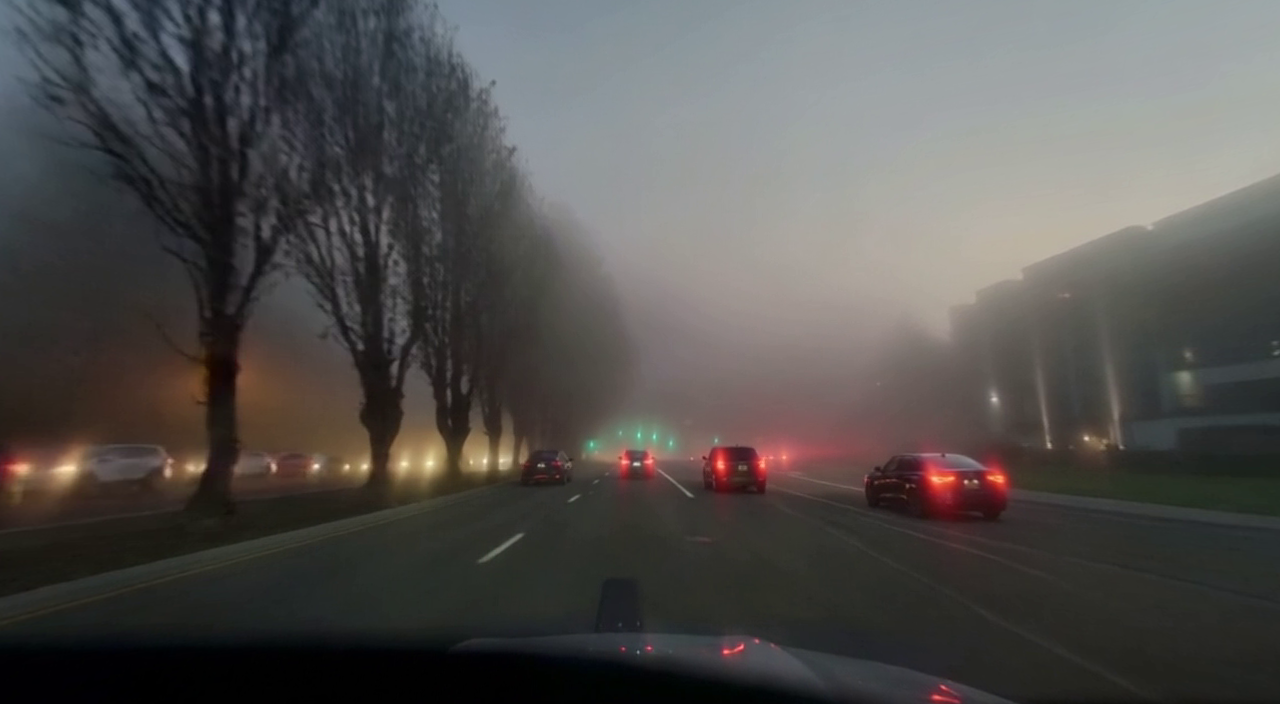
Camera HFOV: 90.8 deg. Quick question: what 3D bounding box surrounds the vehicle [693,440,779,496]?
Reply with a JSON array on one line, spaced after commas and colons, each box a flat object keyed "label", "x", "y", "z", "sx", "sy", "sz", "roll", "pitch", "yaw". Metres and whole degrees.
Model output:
[{"label": "vehicle", "x": 3.130, "y": 3.888, "z": 21.612, "sx": 2.161, "sy": 1.716, "sz": 4.194, "roll": 0, "pitch": -8, "yaw": -2}]

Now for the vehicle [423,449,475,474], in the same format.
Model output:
[{"label": "vehicle", "x": -12.581, "y": 7.223, "z": 41.961, "sx": 2.043, "sy": 1.571, "sz": 4.946, "roll": 0, "pitch": -8, "yaw": -2}]

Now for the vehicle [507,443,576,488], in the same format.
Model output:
[{"label": "vehicle", "x": -3.953, "y": 4.635, "z": 26.183, "sx": 2.172, "sy": 1.671, "sz": 4.175, "roll": 0, "pitch": -8, "yaw": 0}]

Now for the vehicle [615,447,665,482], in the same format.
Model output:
[{"label": "vehicle", "x": -0.029, "y": 5.212, "z": 29.606, "sx": 2.155, "sy": 1.486, "sz": 4.403, "roll": 0, "pitch": -8, "yaw": -1}]

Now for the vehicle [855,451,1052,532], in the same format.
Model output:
[{"label": "vehicle", "x": 6.486, "y": 2.887, "z": 13.734, "sx": 1.945, "sy": 1.408, "sz": 4.288, "roll": 0, "pitch": -8, "yaw": -2}]

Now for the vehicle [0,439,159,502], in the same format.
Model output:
[{"label": "vehicle", "x": -19.110, "y": 3.873, "z": 21.190, "sx": 2.062, "sy": 1.840, "sz": 4.951, "roll": 0, "pitch": -8, "yaw": -1}]

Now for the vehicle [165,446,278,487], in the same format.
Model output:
[{"label": "vehicle", "x": -19.063, "y": 5.202, "z": 29.082, "sx": 2.186, "sy": 1.676, "sz": 4.444, "roll": 0, "pitch": -8, "yaw": -1}]
